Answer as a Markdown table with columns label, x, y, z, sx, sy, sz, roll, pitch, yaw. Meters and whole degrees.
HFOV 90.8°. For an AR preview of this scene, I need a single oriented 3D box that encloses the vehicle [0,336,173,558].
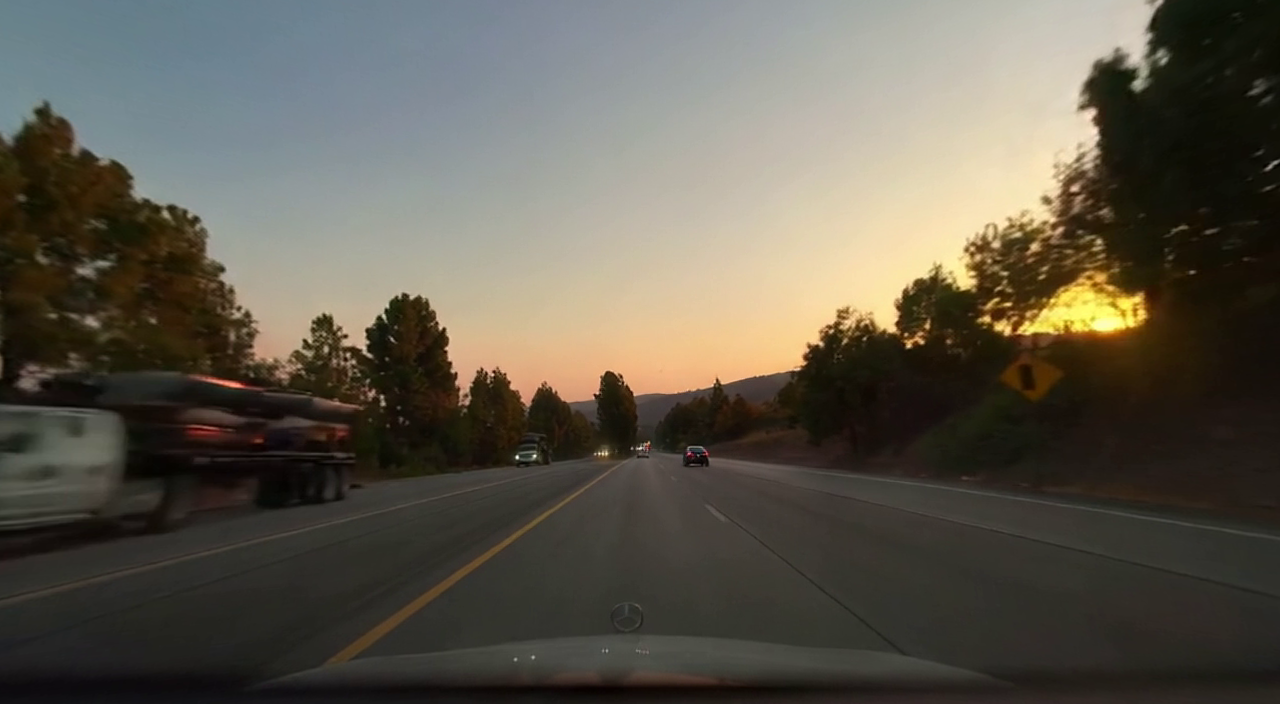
| label | x | y | z | sx | sy | sz | roll | pitch | yaw |
| --- | --- | --- | --- | --- | --- | --- | --- | --- | --- |
| vehicle | -13.227 | 1.921 | 12.681 | 2.930 | 4.035 | 5.919 | 0 | -9 | -1 |

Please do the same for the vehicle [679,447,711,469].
| label | x | y | z | sx | sy | sz | roll | pitch | yaw |
| --- | --- | --- | --- | --- | --- | --- | --- | --- | --- |
| vehicle | 4.172 | 8.135 | 48.655 | 2.013 | 1.584 | 3.995 | 0 | -9 | -1 |
